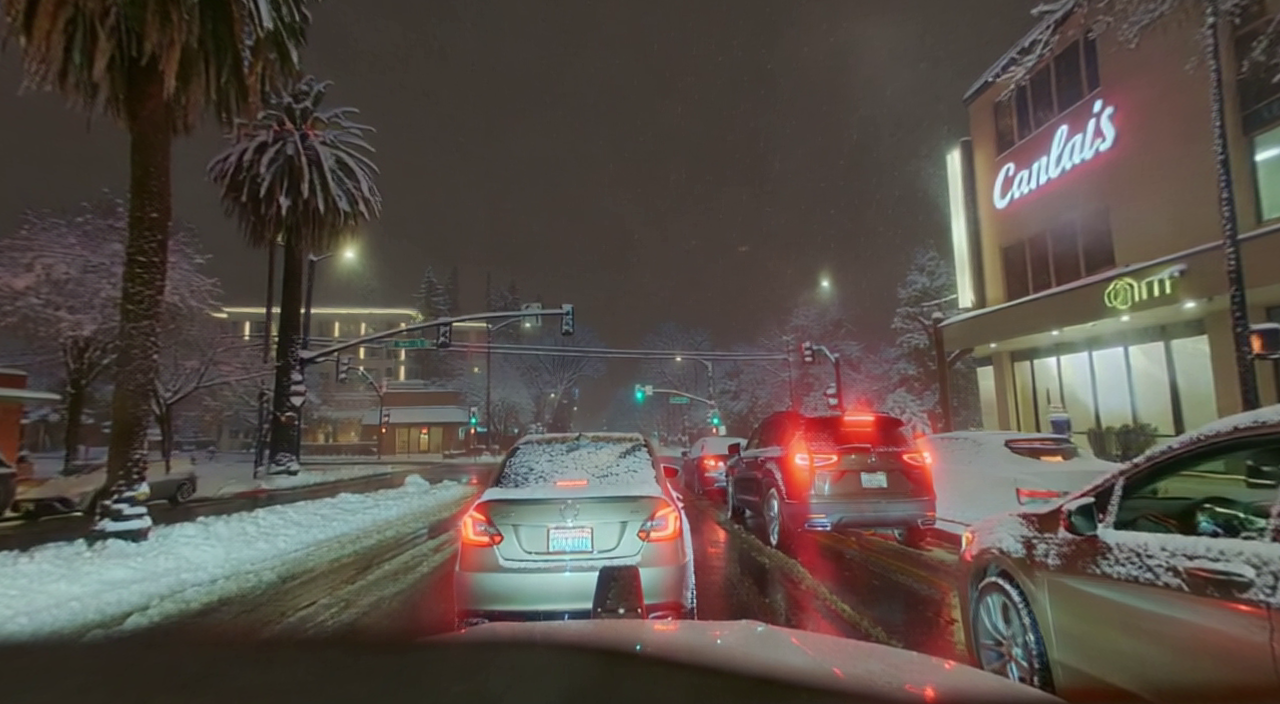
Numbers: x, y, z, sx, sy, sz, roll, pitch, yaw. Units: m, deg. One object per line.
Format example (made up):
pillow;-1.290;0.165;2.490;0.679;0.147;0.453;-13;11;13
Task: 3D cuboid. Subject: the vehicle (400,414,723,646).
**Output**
vehicle;-0.517;1.467;6.222;2.096;1.492;4.071;0;-9;0

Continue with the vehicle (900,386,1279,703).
vehicle;2.626;0.812;1.479;2.085;1.469;4.458;0;-9;-1

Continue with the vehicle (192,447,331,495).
vehicle;-12.853;4.025;21.878;1.856;1.455;4.700;0;-9;0

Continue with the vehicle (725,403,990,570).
vehicle;2.637;1.772;9.067;2.096;1.775;4.440;0;-9;-2

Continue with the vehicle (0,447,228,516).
vehicle;-12.849;3.137;15.920;1.870;1.475;4.531;0;-9;0
